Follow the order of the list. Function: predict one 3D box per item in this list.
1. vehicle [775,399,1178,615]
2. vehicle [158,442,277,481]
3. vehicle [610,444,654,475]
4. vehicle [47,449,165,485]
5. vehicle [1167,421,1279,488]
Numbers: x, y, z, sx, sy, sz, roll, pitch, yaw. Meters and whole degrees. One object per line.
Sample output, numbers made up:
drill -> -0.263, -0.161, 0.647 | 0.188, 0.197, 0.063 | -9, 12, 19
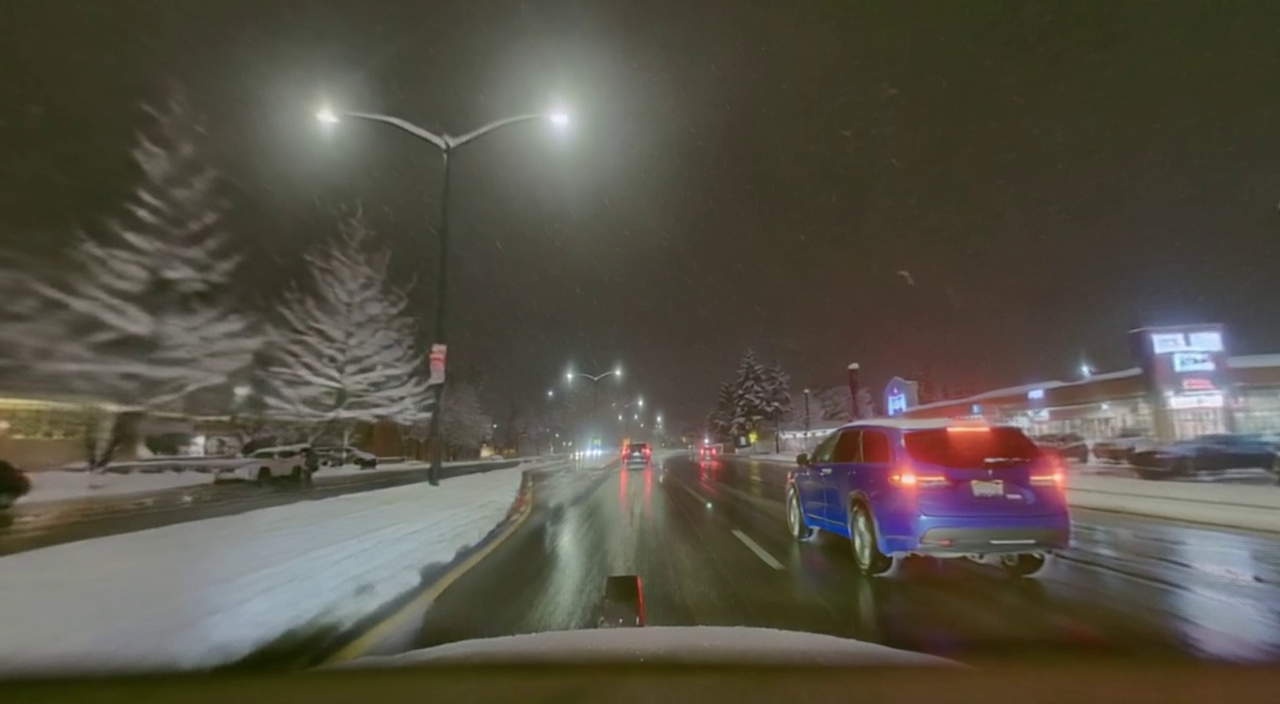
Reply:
vehicle -> 3.167, 1.557, 7.296 | 2.110, 1.698, 4.397 | 0, -9, -2
vehicle -> -25.912, 6.733, 38.925 | 5.776, 1.932, 2.226 | -4, -9, 0
vehicle -> -0.409, 5.488, 32.531 | 2.126, 1.475, 3.967 | 0, -9, -1
vehicle -> -28.757, 6.177, 34.331 | 1.942, 1.695, 5.231 | 1, -9, -2
vehicle -> 20.167, 3.088, 19.630 | 5.434, 1.879, 2.270 | -3, -9, -1
